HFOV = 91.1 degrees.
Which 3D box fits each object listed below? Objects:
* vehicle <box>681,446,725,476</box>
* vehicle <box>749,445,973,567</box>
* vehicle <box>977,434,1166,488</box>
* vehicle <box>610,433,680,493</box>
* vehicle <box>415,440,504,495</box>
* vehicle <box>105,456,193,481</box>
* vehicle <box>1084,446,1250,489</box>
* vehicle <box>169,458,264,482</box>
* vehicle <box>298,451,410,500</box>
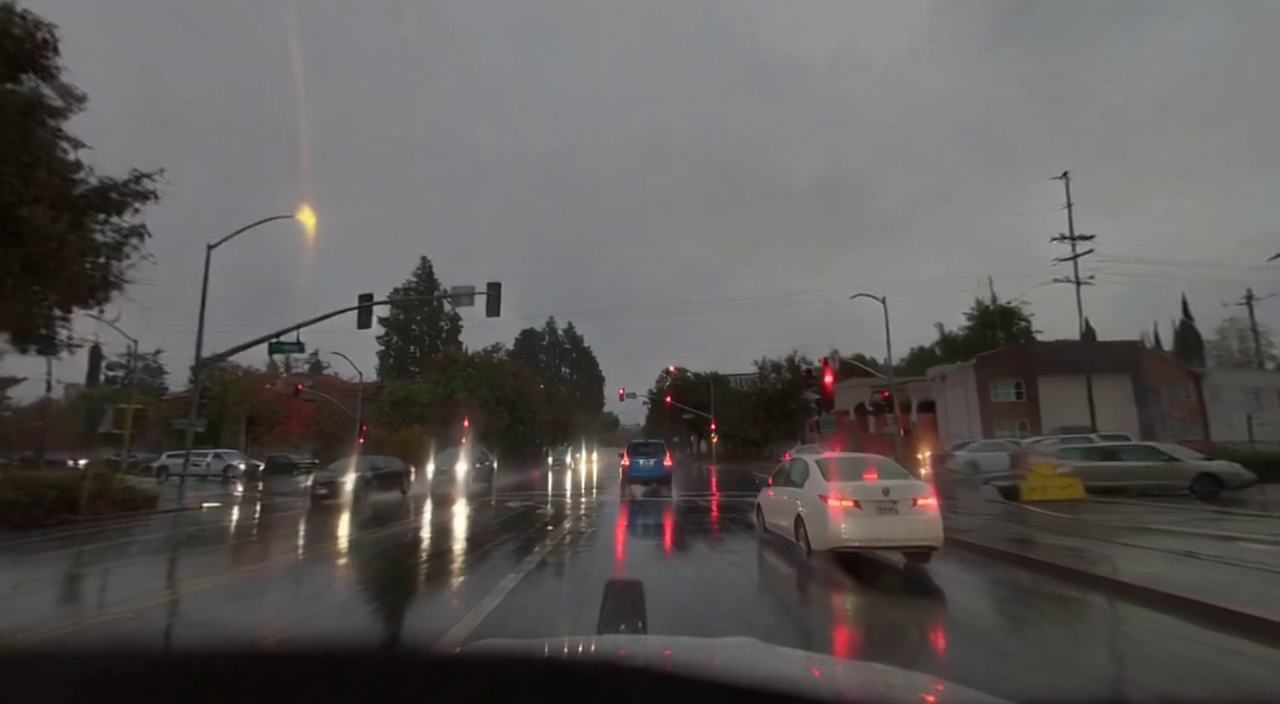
[{"bbox_3d":[3.719,6.500,37.691,2.138,1.729,4.178,0,-9,-1],"label":"vehicle"},{"bbox_3d":[3.118,2.244,10.002,1.900,1.478,4.425,0,-9,-1],"label":"vehicle"},{"bbox_3d":[13.648,3.468,20.105,4.507,1.610,2.045,0,-9,-1],"label":"vehicle"},{"bbox_3d":[0.160,3.978,22.792,2.296,1.947,4.168,0,-9,0],"label":"vehicle"},{"bbox_3d":[-6.620,4.268,23.568,1.957,1.836,4.434,0,-9,1],"label":"vehicle"},{"bbox_3d":[-33.791,8.004,43.285,4.379,1.666,2.005,0,-9,2],"label":"vehicle"},{"bbox_3d":[18.765,4.111,22.733,1.906,1.395,4.736,0,-9,0],"label":"vehicle"},{"bbox_3d":[-26.848,7.508,39.910,4.500,1.439,1.996,0,-9,-1],"label":"vehicle"},{"bbox_3d":[-10.279,4.440,23.038,1.943,1.552,4.670,0,-9,0],"label":"vehicle"}]
